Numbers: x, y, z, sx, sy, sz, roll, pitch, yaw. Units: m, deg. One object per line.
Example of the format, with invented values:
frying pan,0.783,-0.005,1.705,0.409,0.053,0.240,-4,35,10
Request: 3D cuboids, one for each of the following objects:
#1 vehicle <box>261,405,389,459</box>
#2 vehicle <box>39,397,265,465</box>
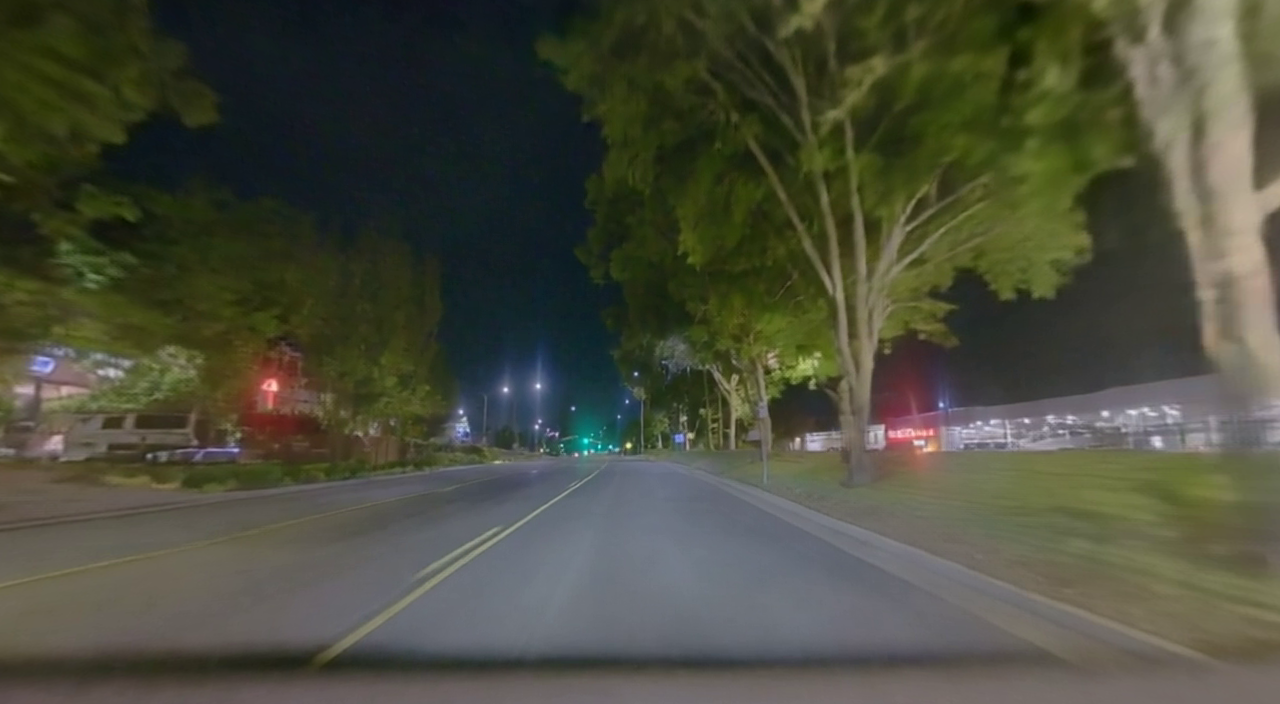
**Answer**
vehicle,-19.764,5.098,39.924,6.595,3.267,2.535,0,-8,0
vehicle,-19.590,3.228,25.743,6.919,2.613,2.356,0,-9,-4
